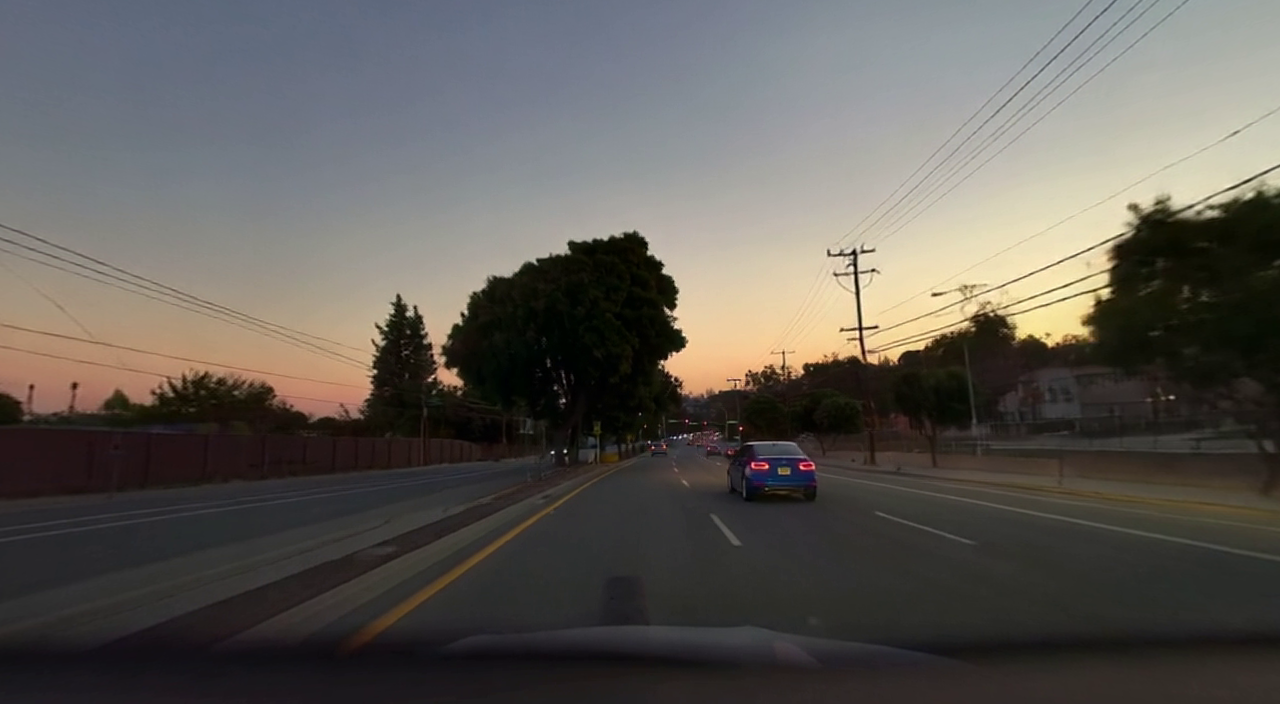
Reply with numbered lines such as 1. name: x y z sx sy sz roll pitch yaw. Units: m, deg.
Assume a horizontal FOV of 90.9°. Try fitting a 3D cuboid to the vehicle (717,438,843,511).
1. vehicle: 3.164 2.861 15.232 2.063 1.481 4.247 0 -8 0
